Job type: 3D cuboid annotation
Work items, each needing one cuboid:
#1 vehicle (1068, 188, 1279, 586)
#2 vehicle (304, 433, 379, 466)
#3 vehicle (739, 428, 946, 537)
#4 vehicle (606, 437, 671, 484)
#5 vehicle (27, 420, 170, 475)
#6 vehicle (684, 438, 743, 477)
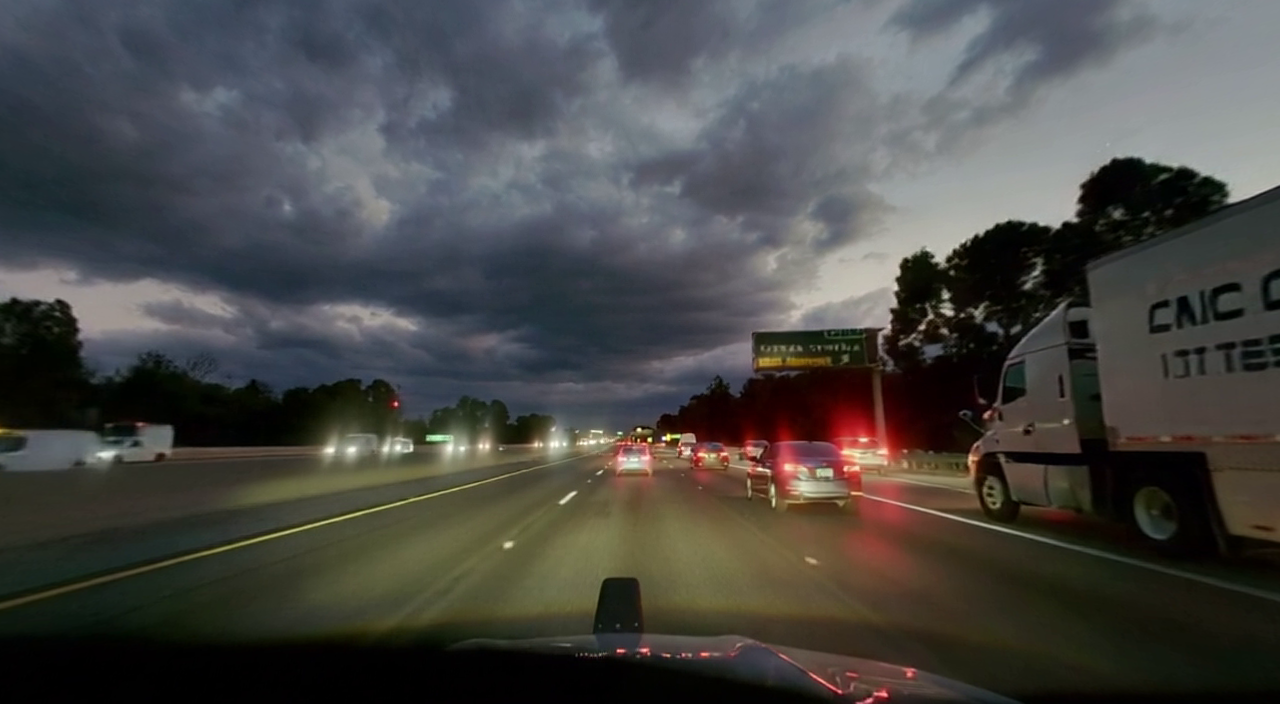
[{"bbox_3d":[7.376,0.070,4.203,2.799,3.655,8.627,0,-9,-1],"label":"vehicle"},{"bbox_3d":[-17.780,5.835,37.914,2.118,1.795,4.929,0,-9,0],"label":"vehicle"},{"bbox_3d":[3.220,2.192,11.287,1.993,1.504,4.781,0,-9,-2],"label":"vehicle"},{"bbox_3d":[-0.075,3.782,22.324,2.098,1.475,3.997,0,-9,-1],"label":"vehicle"},{"bbox_3d":[-25.721,4.578,30.351,2.546,2.417,4.759,0,-9,0],"label":"vehicle"},{"bbox_3d":[2.981,4.402,26.597,1.856,1.517,4.198,0,-9,-2],"label":"vehicle"}]
